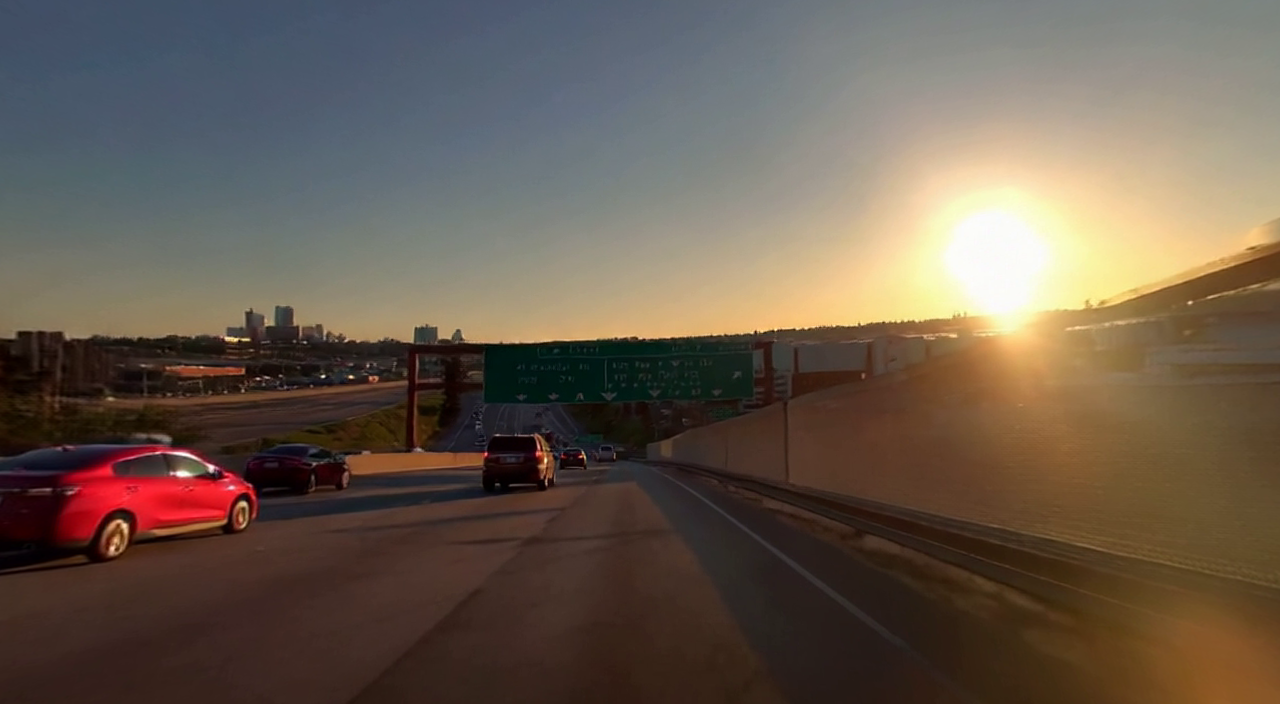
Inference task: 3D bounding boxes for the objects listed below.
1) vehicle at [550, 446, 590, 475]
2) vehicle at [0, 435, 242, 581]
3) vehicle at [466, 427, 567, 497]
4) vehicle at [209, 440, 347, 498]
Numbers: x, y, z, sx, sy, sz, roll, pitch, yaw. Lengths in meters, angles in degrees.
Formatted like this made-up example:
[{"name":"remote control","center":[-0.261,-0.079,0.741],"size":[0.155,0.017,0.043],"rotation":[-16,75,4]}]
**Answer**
[{"name":"vehicle","center":[-4.051,6.340,37.121],"size":[1.955,1.614,3.817],"rotation":[0,-8,-1]},{"name":"vehicle","center":[-7.272,1.879,8.335],"size":[1.796,1.509,3.393],"rotation":[0,-8,-1]},{"name":"vehicle","center":[-3.870,3.552,20.838],"size":[2.301,1.985,5.247],"rotation":[0,-8,0]},{"name":"vehicle","center":[-11.632,3.755,20.695],"size":[1.919,1.665,4.394],"rotation":[0,-8,-1]}]
